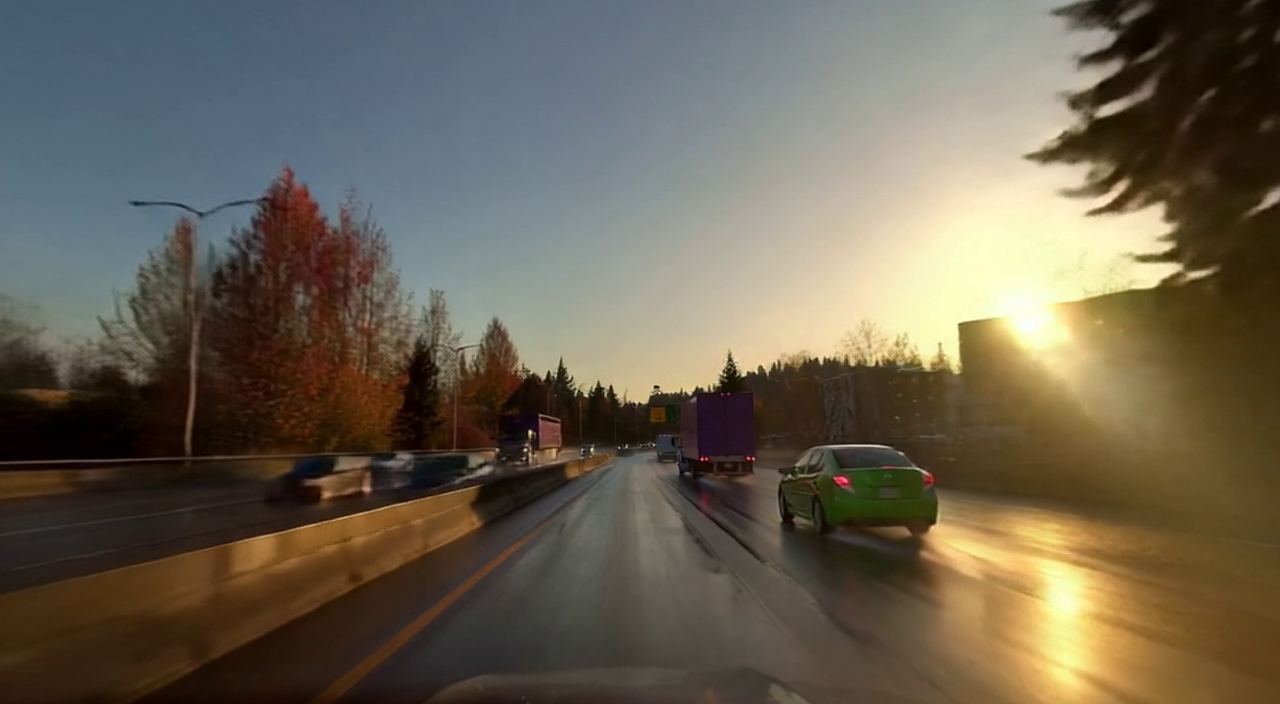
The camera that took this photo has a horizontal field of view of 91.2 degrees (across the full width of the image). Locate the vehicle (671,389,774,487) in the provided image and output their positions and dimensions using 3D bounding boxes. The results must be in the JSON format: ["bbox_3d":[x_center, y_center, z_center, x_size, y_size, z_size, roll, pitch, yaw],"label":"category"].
[{"bbox_3d":[3.355,4.241,30.235,2.916,3.563,14.462,0,-9,0],"label":"vehicle"}]

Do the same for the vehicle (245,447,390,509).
[{"bbox_3d":[-9.026,3.526,18.041,1.903,1.521,4.161,-1,-9,1],"label":"vehicle"}]

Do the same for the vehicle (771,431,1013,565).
[{"bbox_3d":[3.404,2.032,9.420,1.971,1.558,3.834,0,-9,-1],"label":"vehicle"}]

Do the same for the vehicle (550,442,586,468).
[{"bbox_3d":[-5.335,7.691,46.955,2.038,1.801,4.594,-1,-9,1],"label":"vehicle"}]

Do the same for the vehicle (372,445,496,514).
[{"bbox_3d":[-5.113,3.182,16.126,1.817,1.539,3.879,-1,-9,1],"label":"vehicle"}]
